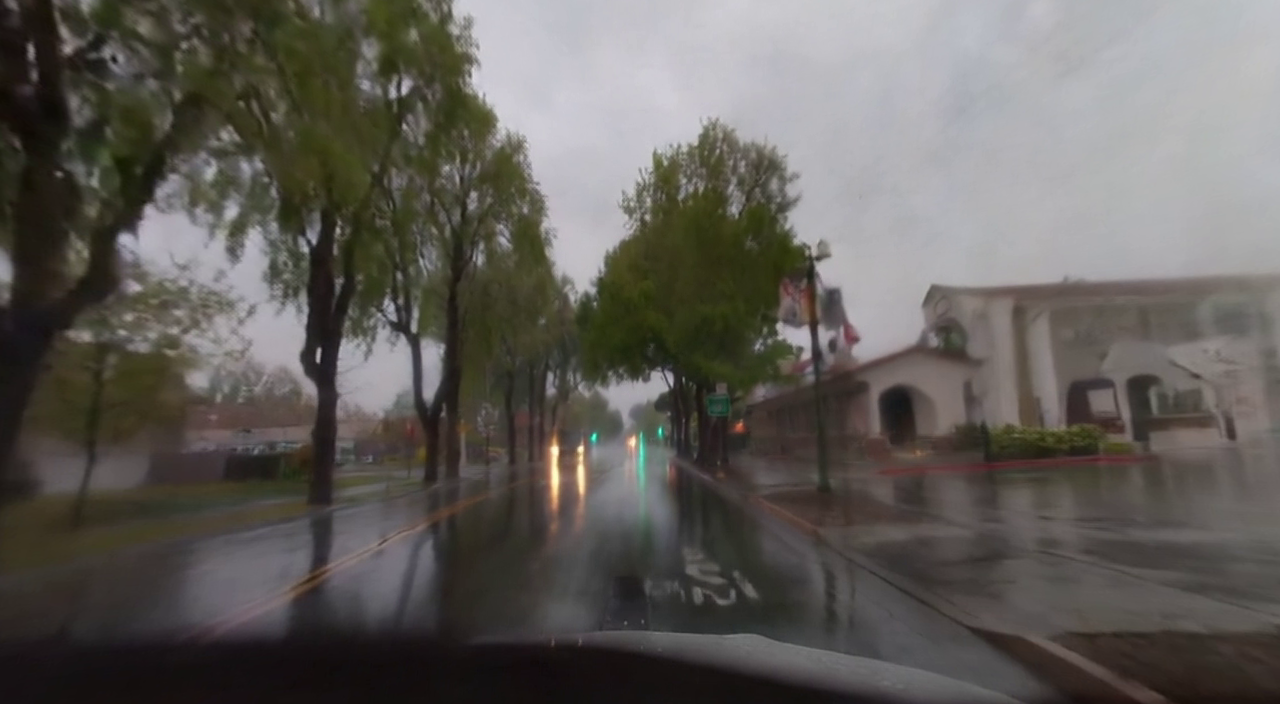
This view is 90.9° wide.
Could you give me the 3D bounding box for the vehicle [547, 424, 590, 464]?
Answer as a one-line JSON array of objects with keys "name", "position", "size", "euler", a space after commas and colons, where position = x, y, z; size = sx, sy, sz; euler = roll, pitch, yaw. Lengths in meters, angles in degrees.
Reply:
[{"name": "vehicle", "position": [-5.242, 6.881, 47.225], "size": [2.303, 2.760, 5.868], "euler": [0, -8, 2]}]
